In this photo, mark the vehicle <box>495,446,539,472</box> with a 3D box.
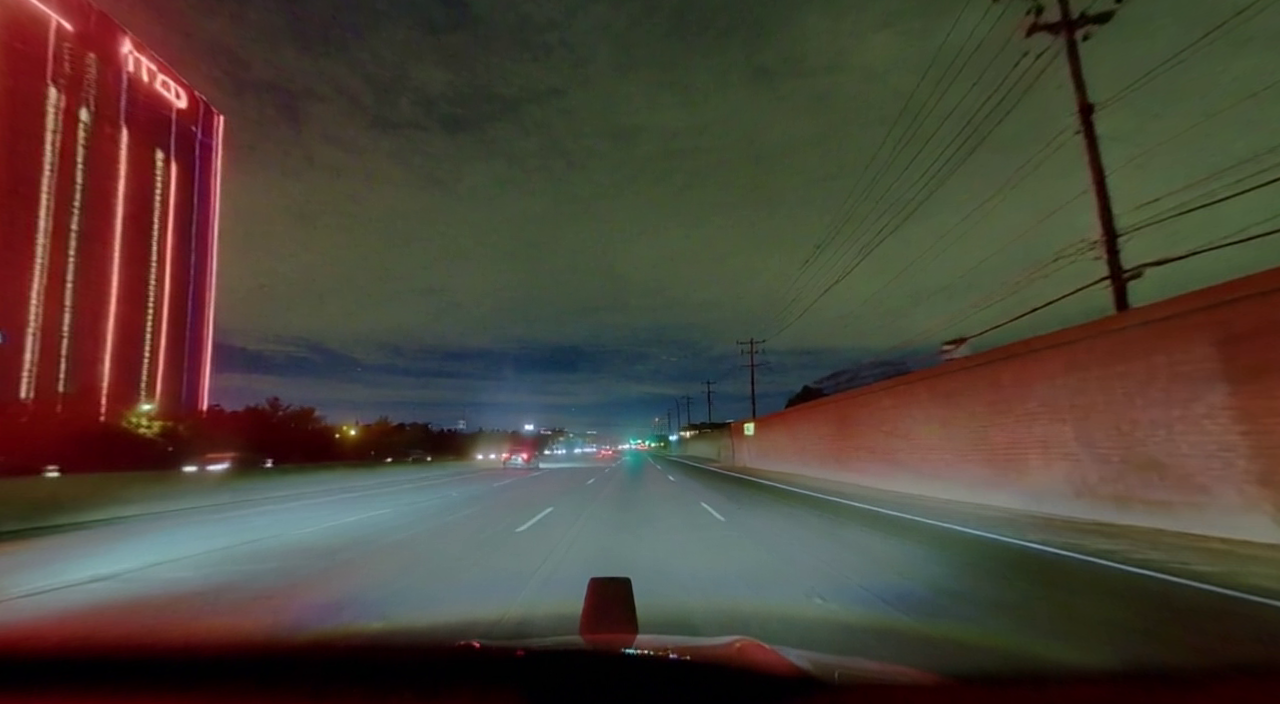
[{"bbox_3d":[-7.673,6.702,39.745,2.013,1.574,3.923,0,-8,0],"label":"vehicle"}]

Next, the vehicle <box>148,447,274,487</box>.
[{"bbox_3d":[-21.915,5.864,32.696,2.224,1.859,6.117,0,-9,0],"label":"vehicle"}]

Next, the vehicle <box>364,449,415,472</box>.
[{"bbox_3d":[-18.237,7.895,46.268,1.871,1.596,4.507,0,-8,0],"label":"vehicle"}]
